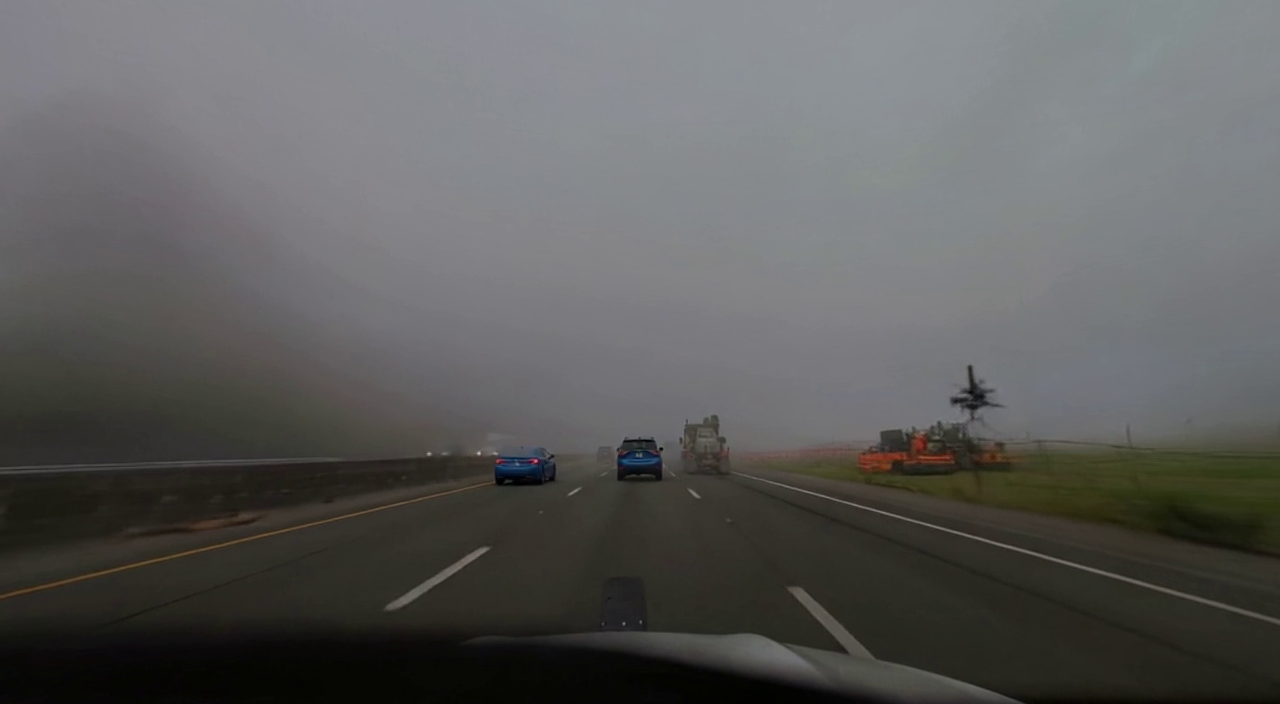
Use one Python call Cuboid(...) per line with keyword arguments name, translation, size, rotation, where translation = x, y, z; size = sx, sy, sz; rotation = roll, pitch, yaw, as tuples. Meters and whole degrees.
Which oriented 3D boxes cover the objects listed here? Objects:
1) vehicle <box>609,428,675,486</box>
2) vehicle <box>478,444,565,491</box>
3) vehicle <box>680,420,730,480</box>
Cuboid(name="vehicle", translation=(0.085, 4.011, 24.406), size=(2.308, 1.993, 4.631), rotation=(0, -8, 1))
Cuboid(name="vehicle", translation=(-4.023, 3.966, 22.150), size=(2.096, 1.469, 4.319), rotation=(0, -8, 2))
Cuboid(name="vehicle", translation=(4.495, 7.077, 45.780), size=(2.793, 3.828, 9.580), rotation=(0, -9, 1))
